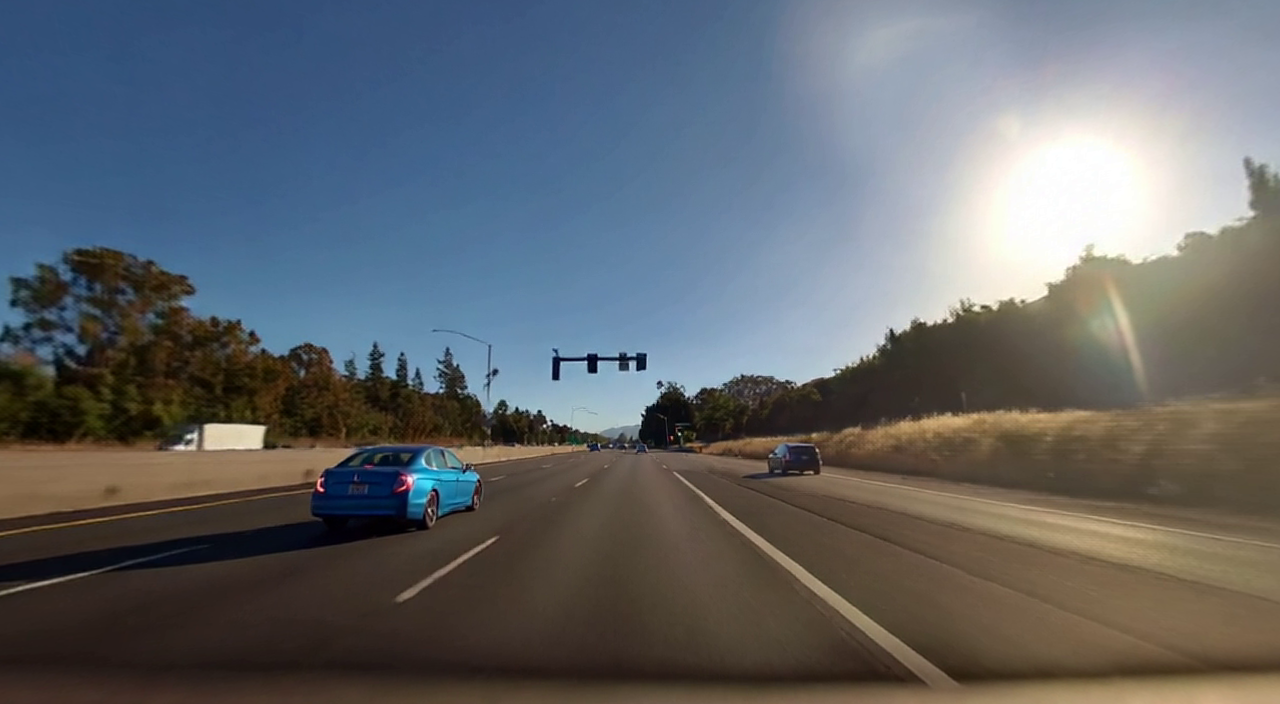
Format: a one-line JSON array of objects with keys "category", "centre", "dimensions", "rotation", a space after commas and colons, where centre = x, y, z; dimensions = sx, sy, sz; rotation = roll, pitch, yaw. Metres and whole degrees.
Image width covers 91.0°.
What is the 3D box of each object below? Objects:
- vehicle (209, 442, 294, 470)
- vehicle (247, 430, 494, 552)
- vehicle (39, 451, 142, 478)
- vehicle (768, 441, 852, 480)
[{"category": "vehicle", "centre": [-27.868, 7.484, 45.477], "dimensions": [2.407, 1.859, 5.897], "rotation": [0, -9, 0]}, {"category": "vehicle", "centre": [-3.931, 2.098, 10.224], "dimensions": [1.987, 1.516, 4.478], "rotation": [0, -9, 0]}, {"category": "vehicle", "centre": [-32.272, 6.572, 37.171], "dimensions": [1.918, 1.446, 4.623], "rotation": [0, -9, 0]}, {"category": "vehicle", "centre": [7.006, 4.511, 26.515], "dimensions": [2.049, 1.481, 4.774], "rotation": [0, -9, -2]}]
